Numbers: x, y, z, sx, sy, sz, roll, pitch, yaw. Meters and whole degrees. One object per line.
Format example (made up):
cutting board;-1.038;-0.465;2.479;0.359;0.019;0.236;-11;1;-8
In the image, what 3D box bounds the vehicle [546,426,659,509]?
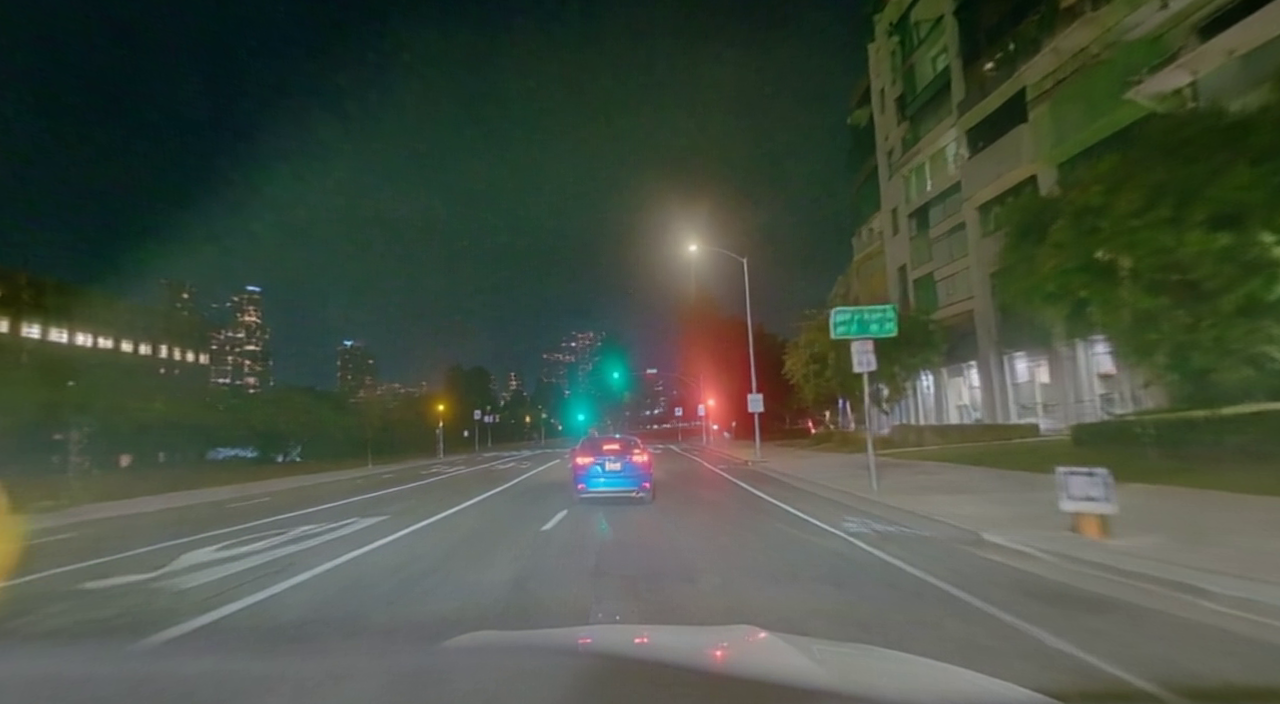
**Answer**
vehicle;-0.858;2.255;12.930;1.950;1.401;4.159;1;-8;-6
